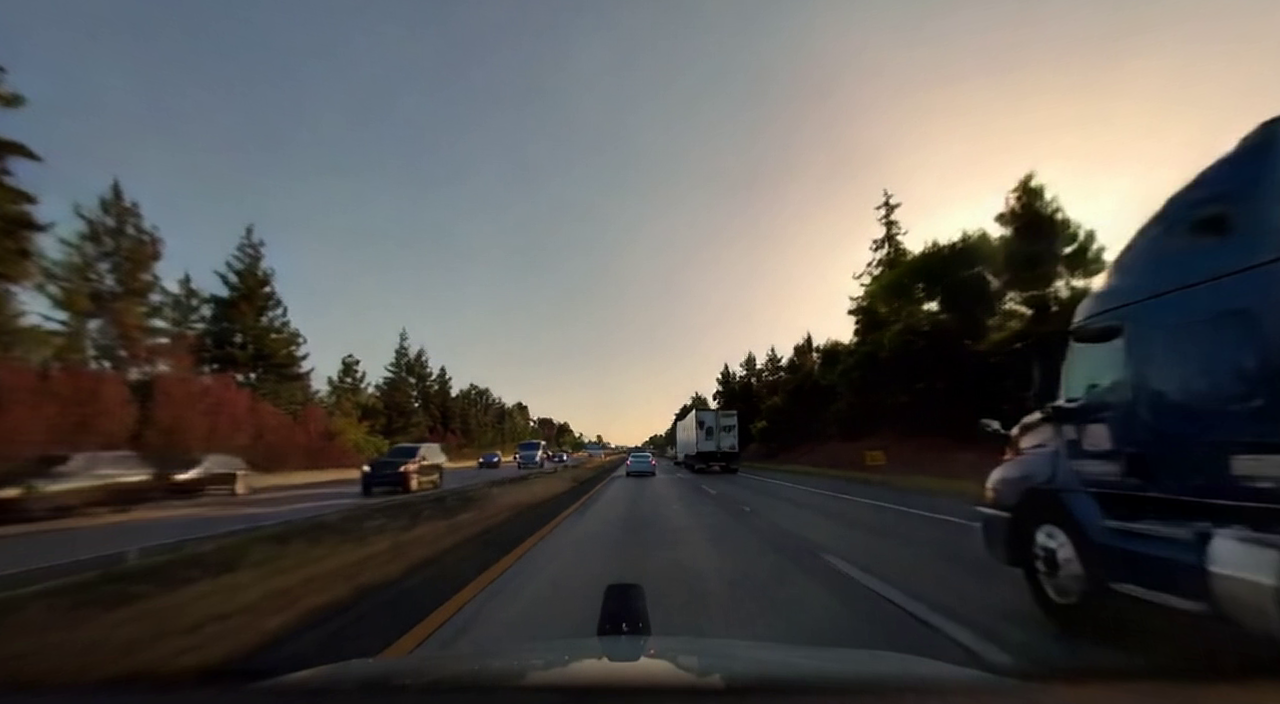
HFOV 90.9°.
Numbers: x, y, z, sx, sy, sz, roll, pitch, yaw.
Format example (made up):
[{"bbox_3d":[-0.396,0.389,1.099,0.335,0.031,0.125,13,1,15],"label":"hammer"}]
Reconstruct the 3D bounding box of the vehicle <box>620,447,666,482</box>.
[{"bbox_3d":[0.131,5.104,28.835,1.939,1.495,3.612,0,-9,0],"label":"vehicle"}]

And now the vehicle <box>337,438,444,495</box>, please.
[{"bbox_3d":[-8.229,3.807,21.180,2.028,1.702,3.667,0,-9,1],"label":"vehicle"}]

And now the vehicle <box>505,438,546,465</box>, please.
[{"bbox_3d":[-7.772,6.793,43.110,1.952,1.755,4.079,0,-9,0],"label":"vehicle"}]

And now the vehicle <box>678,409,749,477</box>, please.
[{"bbox_3d":[4.408,5.938,40.728,2.885,3.679,12.102,0,-9,-1],"label":"vehicle"}]

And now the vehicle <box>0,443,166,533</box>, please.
[{"bbox_3d":[-12.403,2.686,12.810,1.922,1.586,4.633,0,-9,0],"label":"vehicle"}]

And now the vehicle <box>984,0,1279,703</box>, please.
[{"bbox_3d":[4.461,-0.273,2.091,3.041,3.923,6.030,0,-9,0],"label":"vehicle"}]
